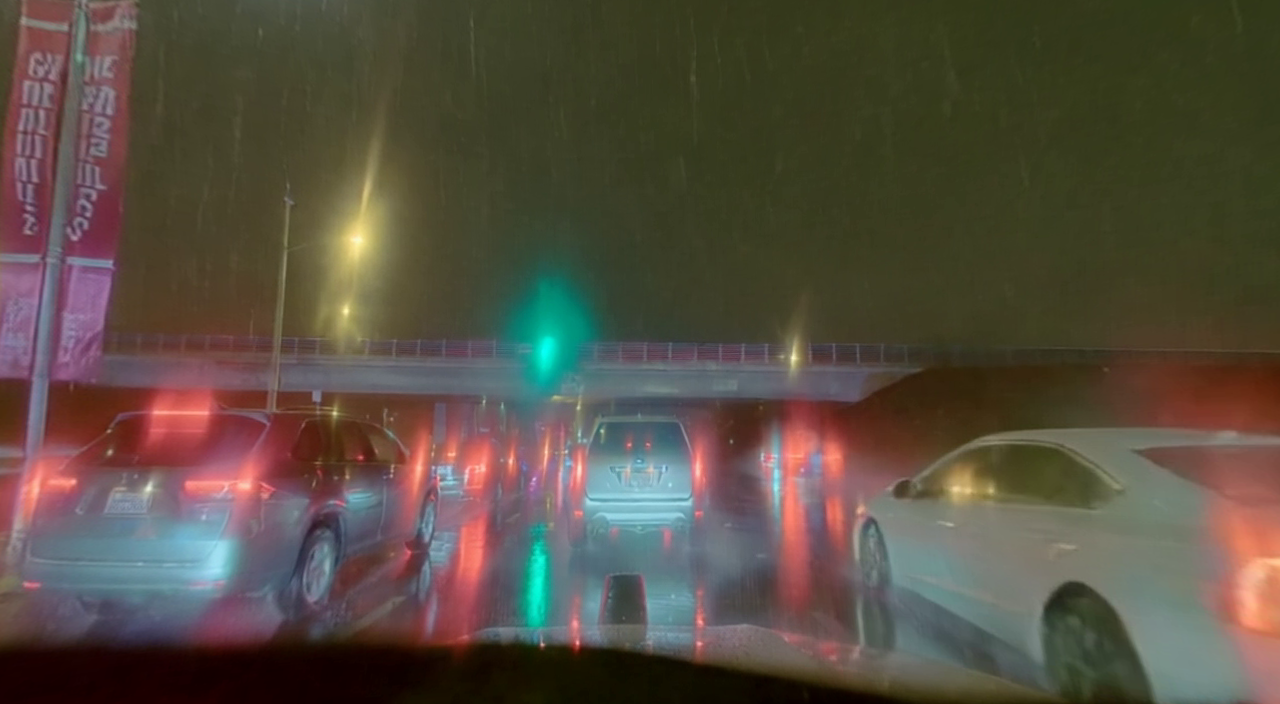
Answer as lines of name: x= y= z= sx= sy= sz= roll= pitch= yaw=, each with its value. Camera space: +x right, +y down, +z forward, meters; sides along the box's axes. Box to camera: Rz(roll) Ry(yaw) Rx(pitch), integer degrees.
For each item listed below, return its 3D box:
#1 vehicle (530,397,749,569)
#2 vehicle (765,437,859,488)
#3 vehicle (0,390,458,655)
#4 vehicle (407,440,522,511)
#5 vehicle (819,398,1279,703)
vehicle: x=-0.083 y=1.767 z=9.219 sx=2.409 sy=1.864 sz=4.471 roll=0 pitch=-9 yaw=-2
vehicle: x=6.413 y=4.171 z=24.071 sx=2.191 sy=1.730 sz=4.658 roll=0 pitch=-9 yaw=-1
vehicle: x=-3.499 y=1.429 z=6.289 sx=2.039 sy=1.709 sz=4.265 roll=0 pitch=-9 yaw=0
vehicle: x=-4.148 y=2.946 z=15.437 sx=1.797 sy=1.505 sz=3.506 roll=0 pitch=-9 yaw=0
vehicle: x=3.015 y=1.197 z=4.016 sx=2.228 sy=1.472 sz=4.939 roll=0 pitch=-9 yaw=-1
